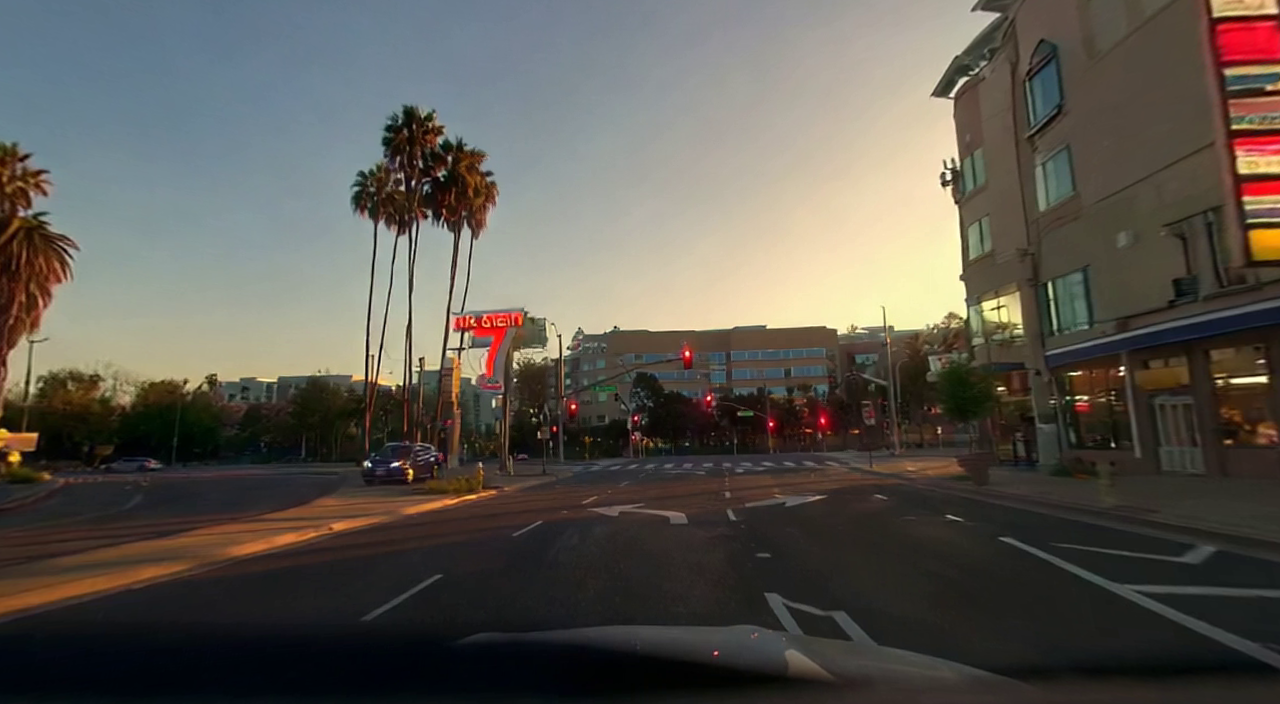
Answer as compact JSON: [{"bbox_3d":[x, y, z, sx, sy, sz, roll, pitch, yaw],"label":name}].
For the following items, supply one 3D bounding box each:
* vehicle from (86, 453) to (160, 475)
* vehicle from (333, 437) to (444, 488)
[{"bbox_3d":[-39.791,8.617,48.640,4.089,1.517,2.014,-2,-9,6],"label":"vehicle"},{"bbox_3d":[-9.893,4.385,25.308,2.109,1.816,4.670,-2,-9,6],"label":"vehicle"}]
